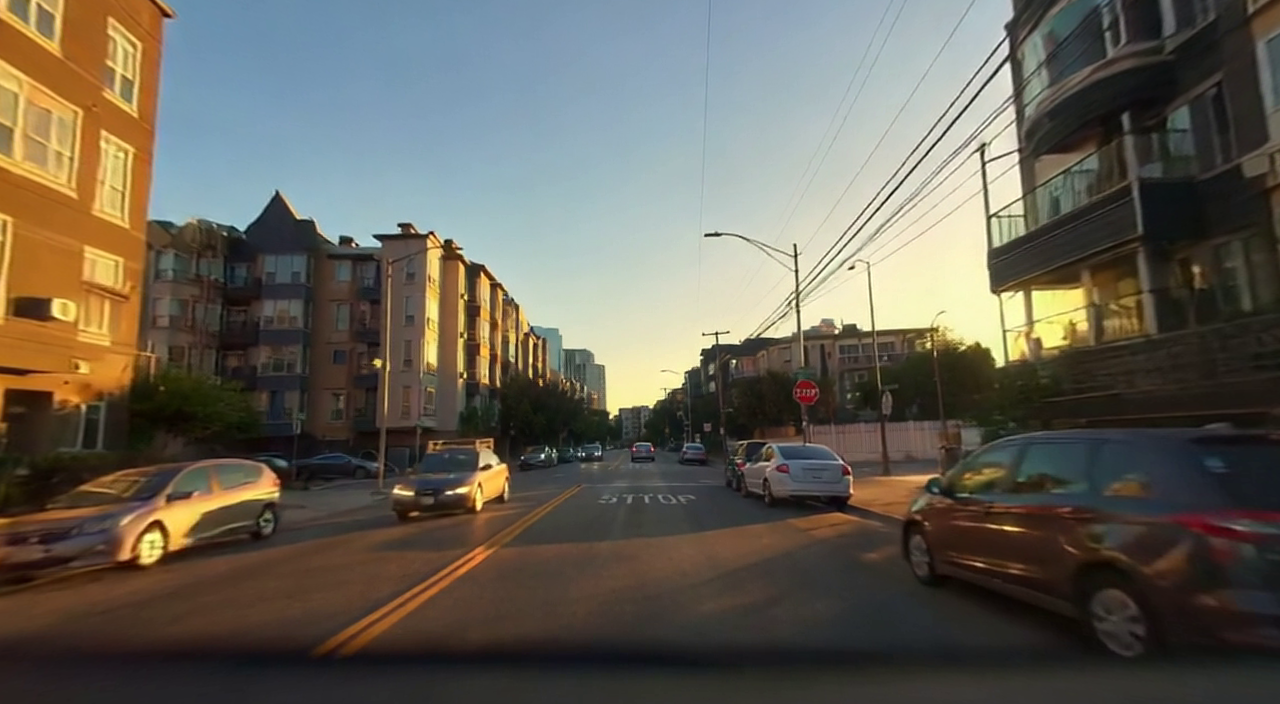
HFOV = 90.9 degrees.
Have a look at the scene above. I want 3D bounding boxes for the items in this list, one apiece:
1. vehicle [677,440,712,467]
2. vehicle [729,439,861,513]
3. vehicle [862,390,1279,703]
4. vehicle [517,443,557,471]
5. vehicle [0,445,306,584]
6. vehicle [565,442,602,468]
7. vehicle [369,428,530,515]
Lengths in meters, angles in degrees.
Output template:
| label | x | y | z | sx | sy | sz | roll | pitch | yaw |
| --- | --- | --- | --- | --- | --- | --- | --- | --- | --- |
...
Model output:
| label | x | y | z | sx | sy | sz | roll | pitch | yaw |
| --- | --- | --- | --- | --- | --- | --- | --- | --- | --- |
| vehicle | 3.874 | 7.359 | 45.767 | 2.164 | 1.721 | 4.416 | -4 | -9 | 1 |
| vehicle | 3.537 | 2.910 | 15.351 | 1.888 | 1.495 | 4.567 | 0 | -9 | -2 |
| vehicle | 3.702 | 1.330 | 5.018 | 2.040 | 1.637 | 4.734 | 0 | -9 | -1 |
| vehicle | -7.516 | 7.682 | 46.282 | 2.140 | 1.874 | 4.475 | 0 | -9 | 0 |
| vehicle | -7.583 | 2.387 | 10.207 | 1.928 | 1.721 | 4.429 | 0 | -9 | -1 |
| vehicle | -4.132 | 7.610 | 46.732 | 2.201 | 1.801 | 4.750 | -1 | -9 | 2 |
| vehicle | -4.349 | 2.836 | 15.420 | 2.452 | 1.778 | 4.634 | 0 | -9 | 0 |
